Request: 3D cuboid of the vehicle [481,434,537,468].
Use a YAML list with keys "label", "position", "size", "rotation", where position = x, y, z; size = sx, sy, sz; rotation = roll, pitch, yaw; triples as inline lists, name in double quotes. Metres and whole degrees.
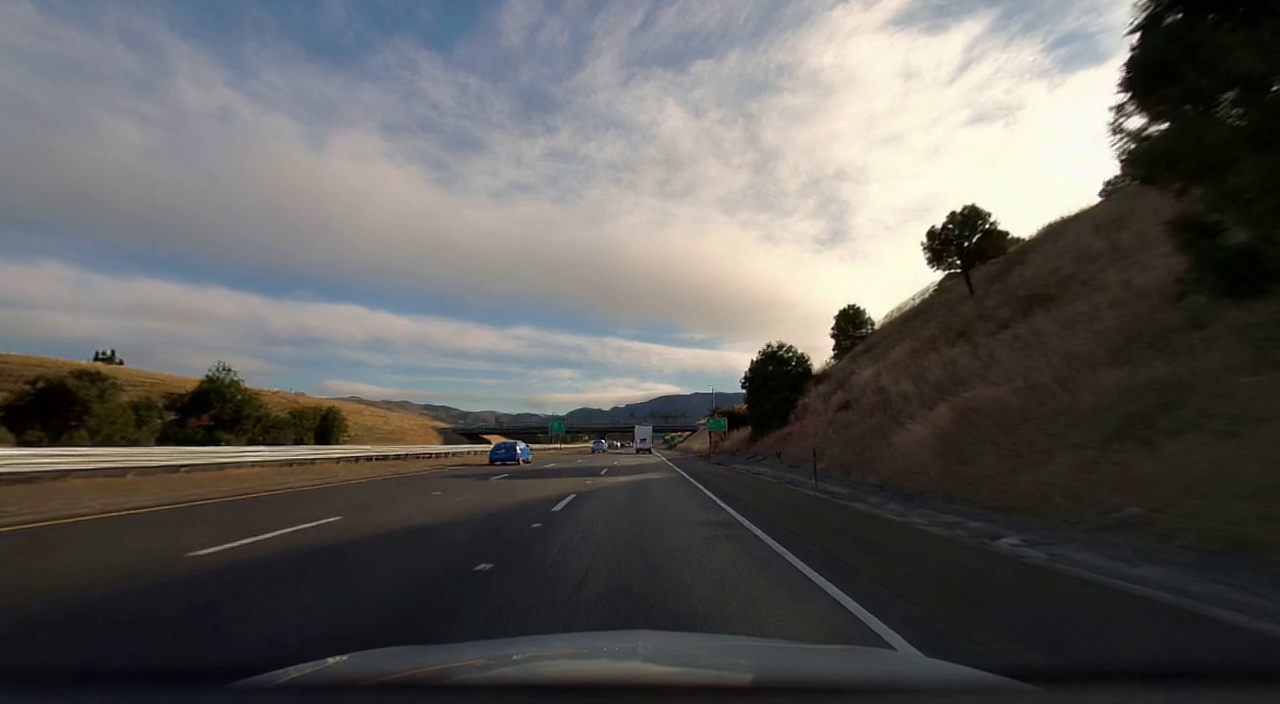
- label: "vehicle"
  position: [-7.121, 5.414, 34.712]
  size: [2.070, 1.738, 4.733]
  rotation: [0, -8, 0]
